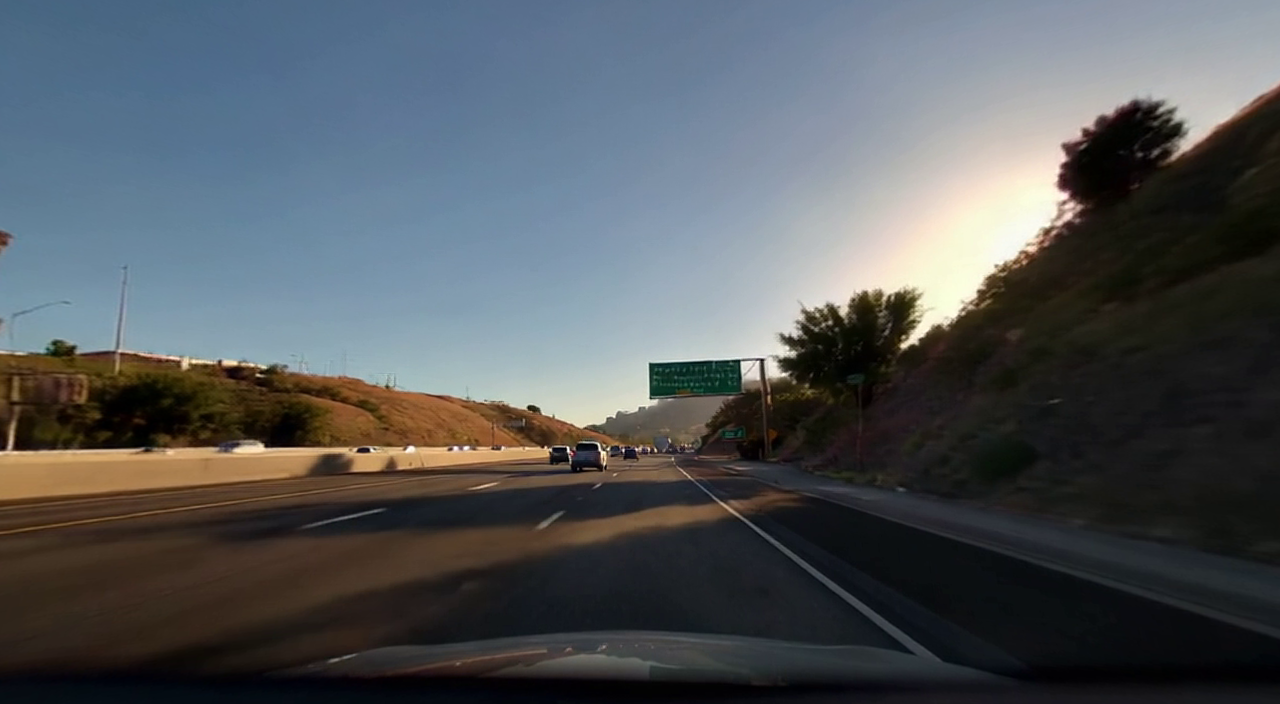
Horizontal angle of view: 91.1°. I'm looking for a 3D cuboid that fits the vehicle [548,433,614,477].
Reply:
[{"bbox_3d":[-2.658,4.826,29.604,2.413,1.896,5.218,0,-9,2],"label":"vehicle"}]
